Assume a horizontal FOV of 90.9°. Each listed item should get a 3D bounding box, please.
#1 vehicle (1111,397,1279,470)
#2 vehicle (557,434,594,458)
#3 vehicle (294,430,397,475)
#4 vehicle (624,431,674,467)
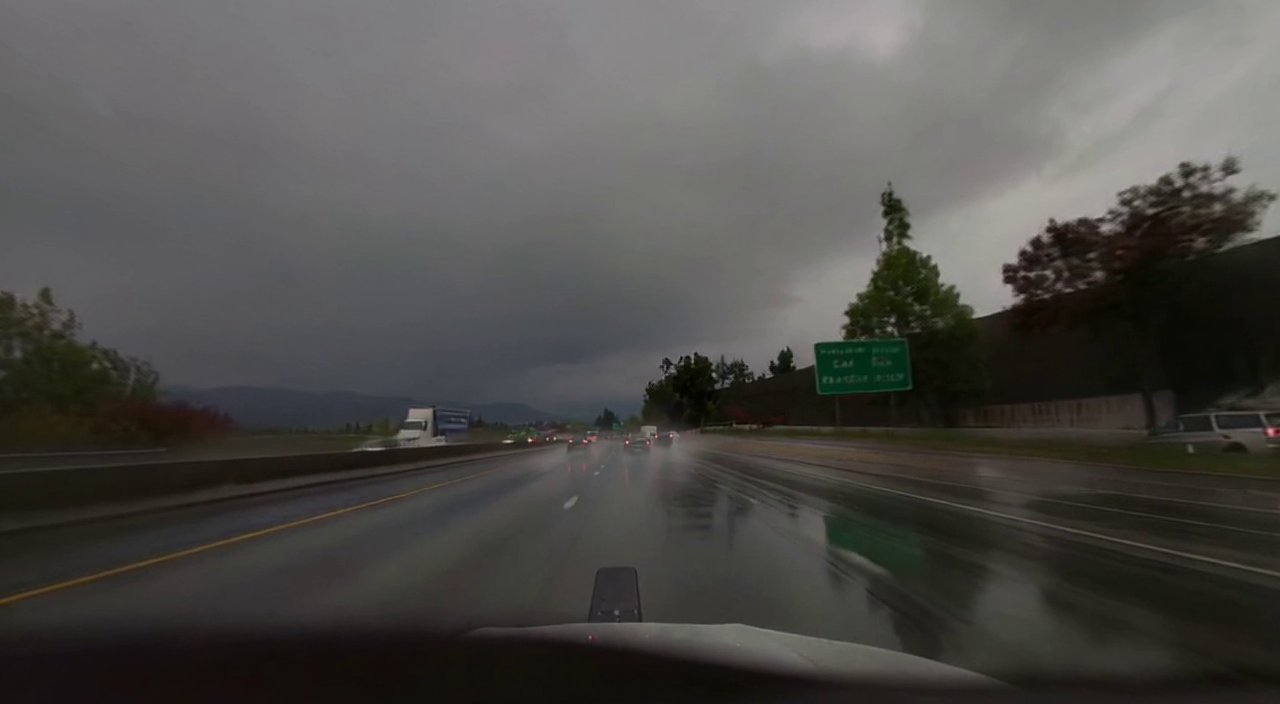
[{"bbox_3d":[22.325,3.290,25.138,2.232,2.540,6.015,0,-8,-1],"label":"vehicle"},{"bbox_3d":[-4.090,6.032,40.496,2.014,1.471,4.380,0,-8,-1],"label":"vehicle"},{"bbox_3d":[-11.925,4.098,25.958,2.083,1.640,4.552,0,-8,-1],"label":"vehicle"},{"bbox_3d":[0.354,4.423,28.953,2.086,1.554,3.875,0,-8,-2],"label":"vehicle"}]
